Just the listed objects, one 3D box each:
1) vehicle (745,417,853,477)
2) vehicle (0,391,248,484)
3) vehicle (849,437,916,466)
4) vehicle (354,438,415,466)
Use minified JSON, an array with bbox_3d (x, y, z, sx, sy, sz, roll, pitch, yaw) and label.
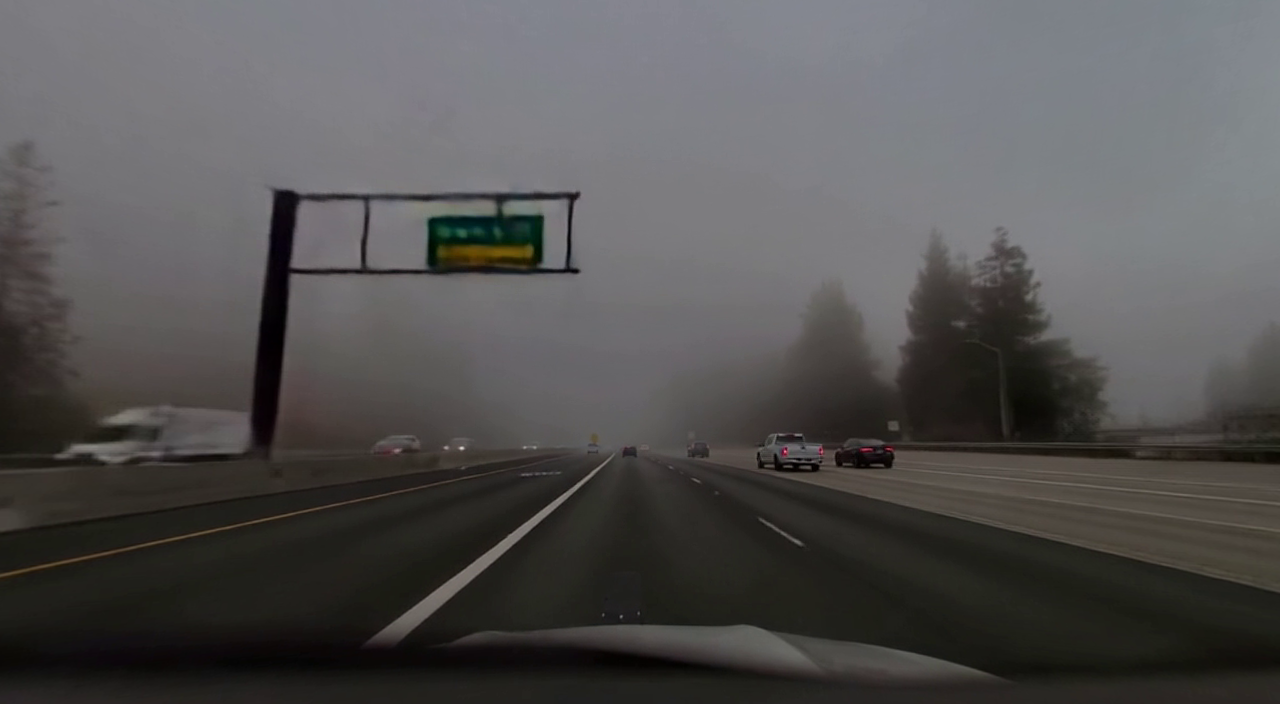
[{"bbox_3d":[6.976,4.343,29.012,2.779,2.339,8.073,0,-8,-1],"label":"vehicle"},{"bbox_3d":[-21.605,3.771,27.488,2.922,3.345,9.411,0,-8,-1],"label":"vehicle"},{"bbox_3d":[14.208,5.856,37.188,2.072,1.611,4.387,0,-8,-2],"label":"vehicle"},{"bbox_3d":[-16.916,6.645,41.944,2.131,1.723,4.678,0,-8,-1],"label":"vehicle"}]
